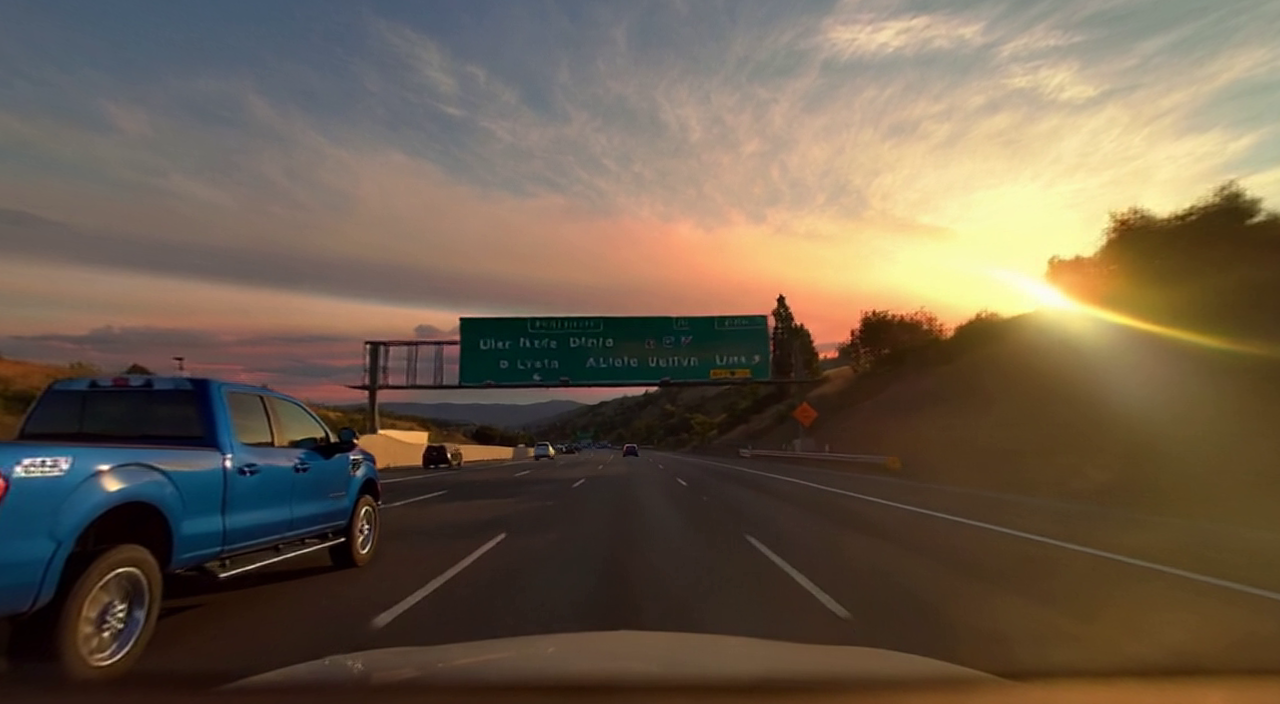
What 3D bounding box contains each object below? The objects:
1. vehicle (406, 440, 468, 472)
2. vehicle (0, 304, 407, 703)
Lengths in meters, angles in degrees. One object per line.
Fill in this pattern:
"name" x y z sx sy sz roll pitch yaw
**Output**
"vehicle" -11.559 5.931 36.164 2.106 1.692 4.458 0 -9 -1
"vehicle" -4.295 1.098 5.195 2.339 2.004 6.171 0 -9 0
